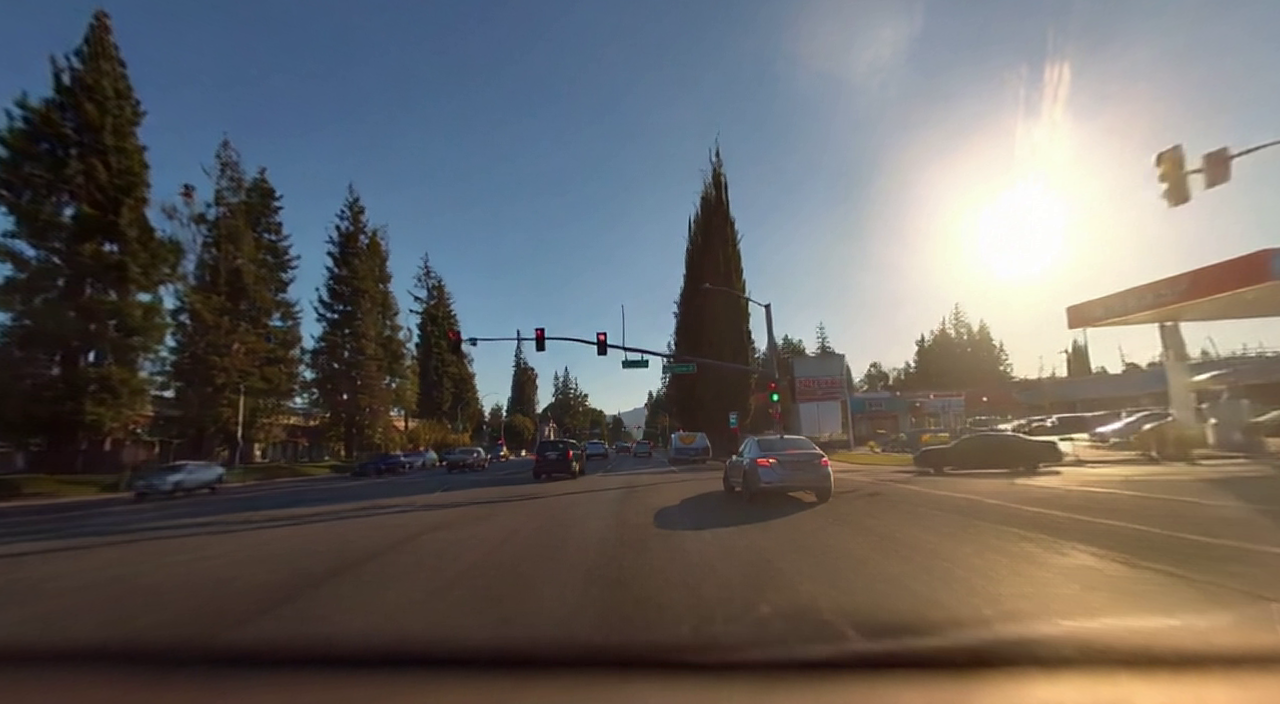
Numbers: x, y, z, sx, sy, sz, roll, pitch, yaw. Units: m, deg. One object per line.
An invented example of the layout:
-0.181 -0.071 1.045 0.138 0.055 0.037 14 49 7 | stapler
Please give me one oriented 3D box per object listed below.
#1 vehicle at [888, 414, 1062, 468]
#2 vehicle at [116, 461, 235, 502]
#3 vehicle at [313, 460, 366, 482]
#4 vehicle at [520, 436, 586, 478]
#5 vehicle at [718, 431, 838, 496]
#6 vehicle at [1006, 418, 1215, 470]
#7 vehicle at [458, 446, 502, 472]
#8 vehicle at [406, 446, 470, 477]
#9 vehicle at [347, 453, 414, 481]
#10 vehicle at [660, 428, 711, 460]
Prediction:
12.397 3.359 23.659 5.156 1.917 2.308 0 -9 2 | vehicle
-22.146 6.158 30.332 2.061 1.643 4.614 0 -9 2 | vehicle
-21.990 8.674 46.222 1.745 1.405 4.229 0 -9 1 | vehicle
-3.810 4.716 28.469 2.250 1.713 4.422 0 -9 1 | vehicle
3.485 2.924 16.909 2.095 1.475 4.686 0 -9 -1 | vehicle
14.245 2.806 19.296 4.776 1.486 2.138 1 -9 -4 | vehicle
-11.172 7.491 44.287 1.909 1.467 4.522 -2 -6 0 | vehicle
-11.504 6.220 36.231 2.091 1.644 4.645 0 -9 1 | vehicle
-15.212 6.730 37.209 1.933 1.472 4.500 0 -9 2 | vehicle
3.341 6.996 47.784 3.245 2.199 6.295 0 -9 -1 | vehicle
